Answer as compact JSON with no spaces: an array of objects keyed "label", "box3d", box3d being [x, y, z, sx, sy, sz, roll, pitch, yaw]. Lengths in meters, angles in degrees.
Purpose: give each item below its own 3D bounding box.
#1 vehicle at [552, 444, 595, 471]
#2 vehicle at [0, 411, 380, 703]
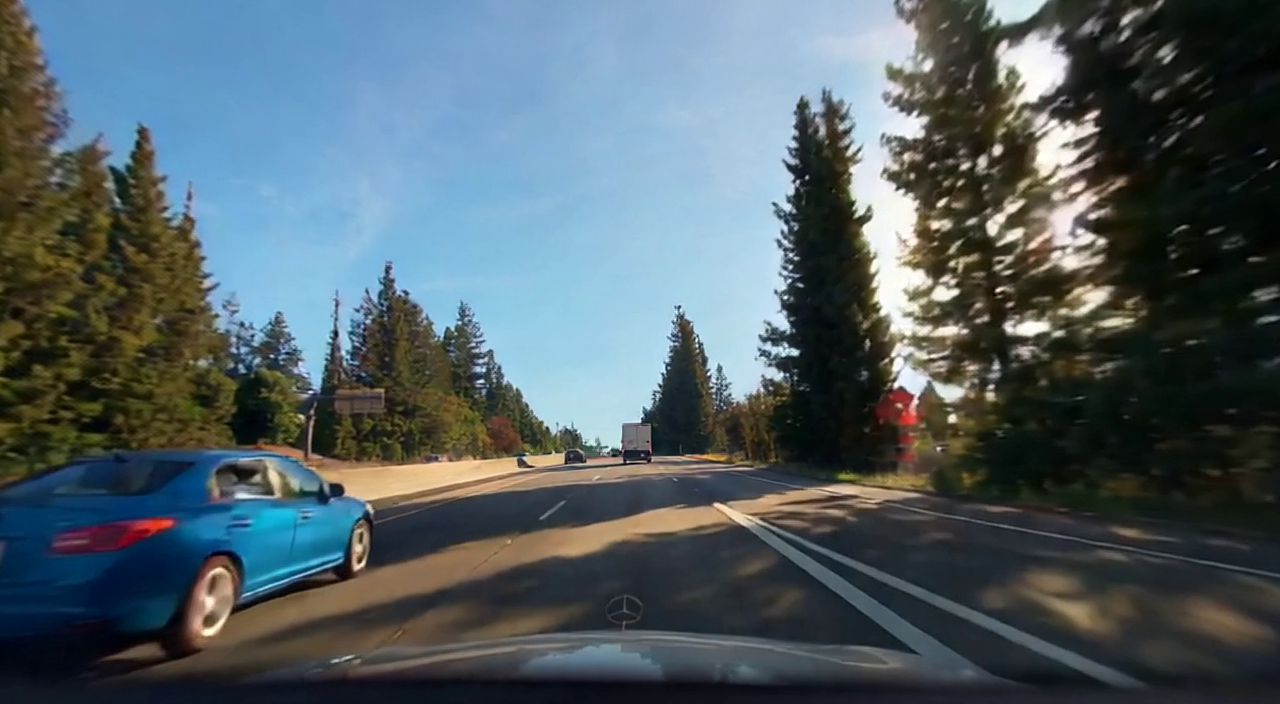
[{"label":"vehicle","box3d":[-4.284,6.902,41.554,2.311,1.655,4.382,0,-9,1]},{"label":"vehicle","box3d":[-3.853,1.309,4.693,1.916,1.506,4.476,0,-9,0]}]
